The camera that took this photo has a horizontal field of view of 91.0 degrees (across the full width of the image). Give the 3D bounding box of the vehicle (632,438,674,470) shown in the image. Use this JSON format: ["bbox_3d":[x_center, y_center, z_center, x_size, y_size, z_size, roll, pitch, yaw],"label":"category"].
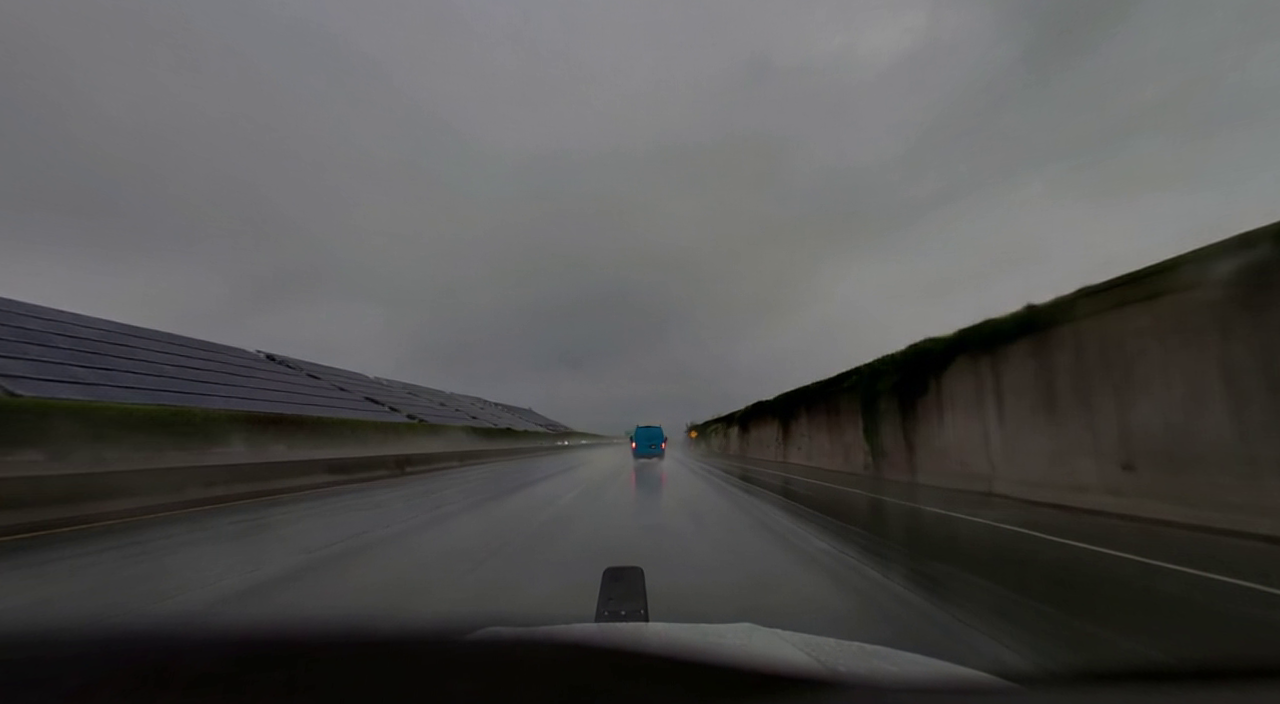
[{"bbox_3d":[0.600,5.118,31.756,1.997,1.484,3.409,0,-8,0],"label":"vehicle"}]
